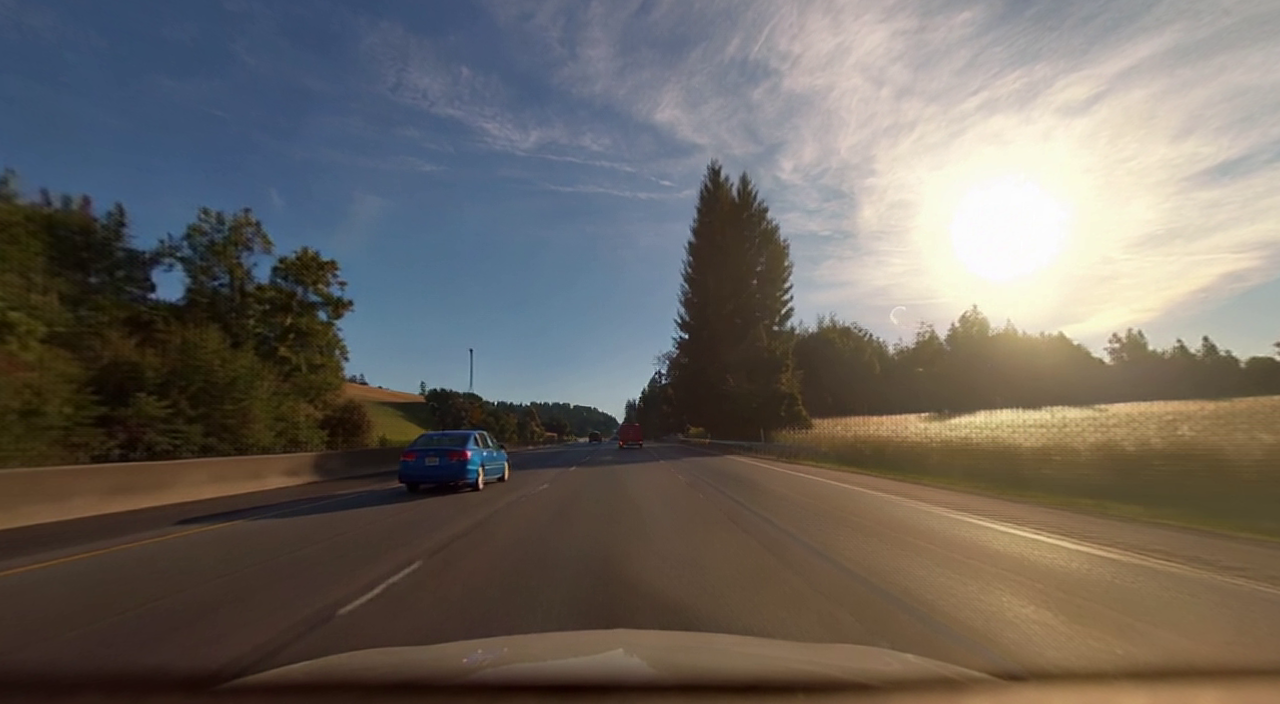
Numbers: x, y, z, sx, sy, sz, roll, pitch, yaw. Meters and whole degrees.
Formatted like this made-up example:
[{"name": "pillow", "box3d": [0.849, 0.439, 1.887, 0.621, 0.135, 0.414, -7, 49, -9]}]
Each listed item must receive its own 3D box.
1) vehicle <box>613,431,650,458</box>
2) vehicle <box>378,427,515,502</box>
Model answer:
[{"name": "vehicle", "box3d": [-0.545, 5.806, 39.622, 2.162, 1.616, 4.242, 0, -8, -1]}, {"name": "vehicle", "box3d": [-4.310, 2.551, 14.784, 1.931, 1.483, 4.105, 0, -8, 0]}]
